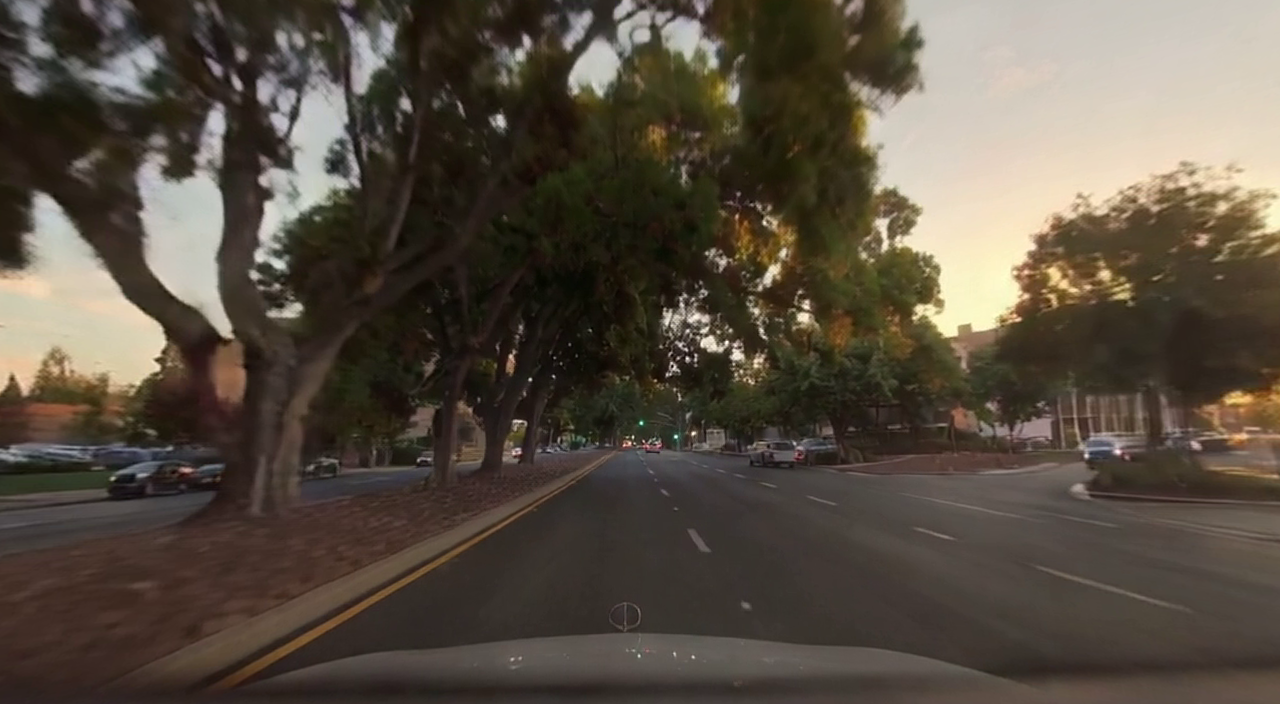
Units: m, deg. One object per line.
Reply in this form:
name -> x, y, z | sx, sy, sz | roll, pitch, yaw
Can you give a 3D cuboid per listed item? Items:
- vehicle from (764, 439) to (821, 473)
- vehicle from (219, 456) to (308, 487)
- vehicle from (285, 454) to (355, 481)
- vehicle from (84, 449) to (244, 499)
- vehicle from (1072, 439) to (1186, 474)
vehicle -> 9.040, 6.181, 37.800 | 1.994, 1.738, 4.622 | 5, -9, -2
vehicle -> -19.860, 6.306, 33.575 | 1.795, 1.452, 4.718 | 0, -9, 1
vehicle -> -19.838, 7.174, 39.463 | 1.840, 1.464, 4.781 | 0, -9, 1
vehicle -> -20.141, 5.143, 27.240 | 2.208, 1.882, 5.826 | -1, -9, 2
vehicle -> 23.638, 5.024, 30.580 | 4.518, 1.599, 1.850 | 2, -9, -14
